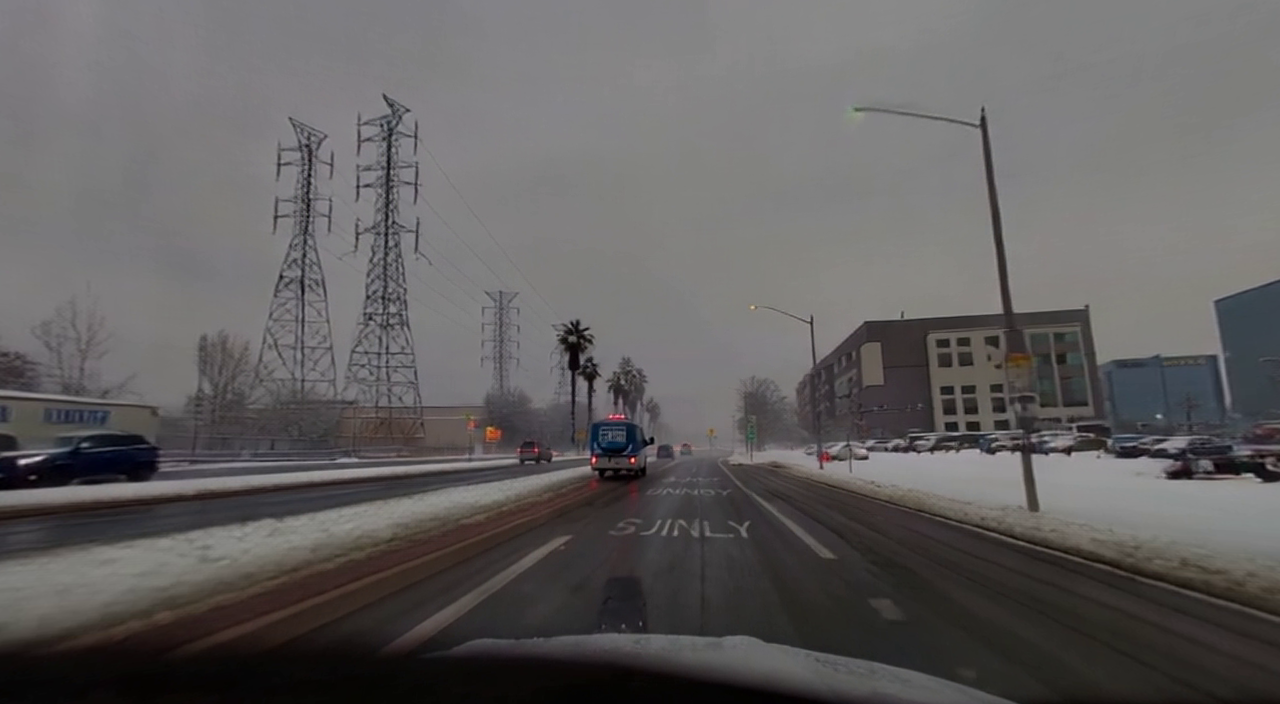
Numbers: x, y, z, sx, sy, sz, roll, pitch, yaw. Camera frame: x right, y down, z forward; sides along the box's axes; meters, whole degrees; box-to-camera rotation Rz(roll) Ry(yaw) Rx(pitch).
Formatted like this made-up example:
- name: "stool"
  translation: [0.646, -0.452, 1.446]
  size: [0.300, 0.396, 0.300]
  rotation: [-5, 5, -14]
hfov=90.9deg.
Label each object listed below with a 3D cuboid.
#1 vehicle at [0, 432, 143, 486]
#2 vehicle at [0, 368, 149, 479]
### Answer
- name: "vehicle"
  translation: [-19.834, 3.596, 21.637]
  size: [1.751, 1.639, 4.434]
  rotation: [-2, -7, 4]
- name: "vehicle"
  translation: [-23.347, 2.604, 22.140]
  size: [2.907, 3.760, 11.193]
  rotation: [-4, -8, 3]
